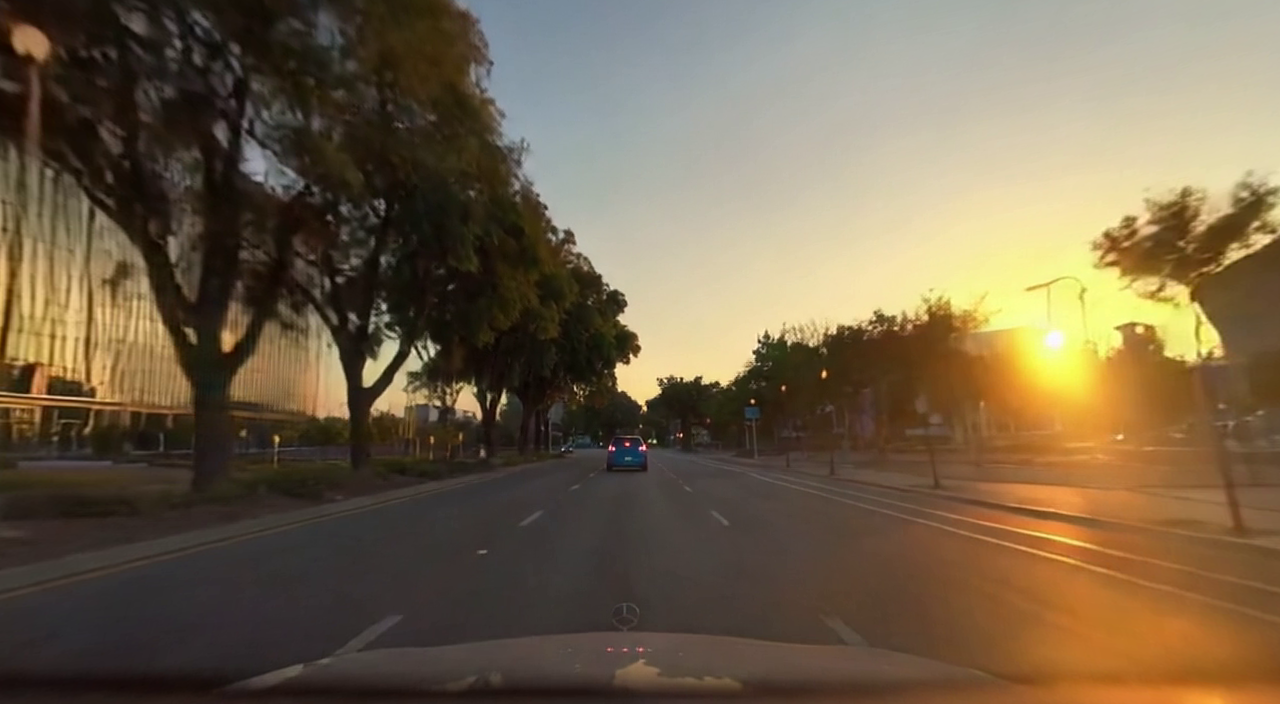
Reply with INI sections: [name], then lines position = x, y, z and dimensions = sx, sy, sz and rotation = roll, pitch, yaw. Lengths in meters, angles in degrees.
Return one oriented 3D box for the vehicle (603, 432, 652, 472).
[vehicle]
position = -0.614, 5.027, 32.024
dimensions = 2.313, 1.860, 4.319
rotation = 0, -8, 0
